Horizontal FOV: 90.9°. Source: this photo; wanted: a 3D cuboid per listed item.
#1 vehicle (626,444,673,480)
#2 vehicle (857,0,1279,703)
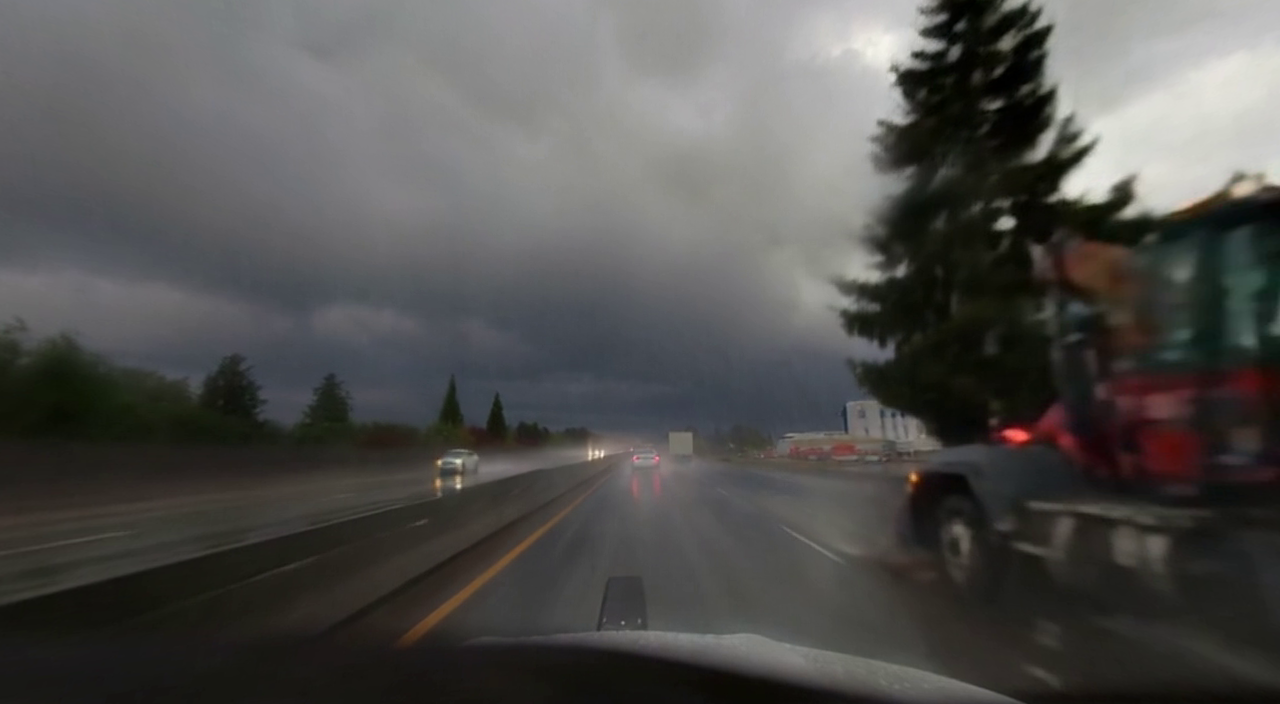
[{"bbox_3d":[0.428,5.173,29.829,2.045,1.527,4.023,0,-9,0],"label":"vehicle"},{"bbox_3d":[4.156,-0.040,3.234,3.089,3.568,8.101,0,-9,0],"label":"vehicle"}]
